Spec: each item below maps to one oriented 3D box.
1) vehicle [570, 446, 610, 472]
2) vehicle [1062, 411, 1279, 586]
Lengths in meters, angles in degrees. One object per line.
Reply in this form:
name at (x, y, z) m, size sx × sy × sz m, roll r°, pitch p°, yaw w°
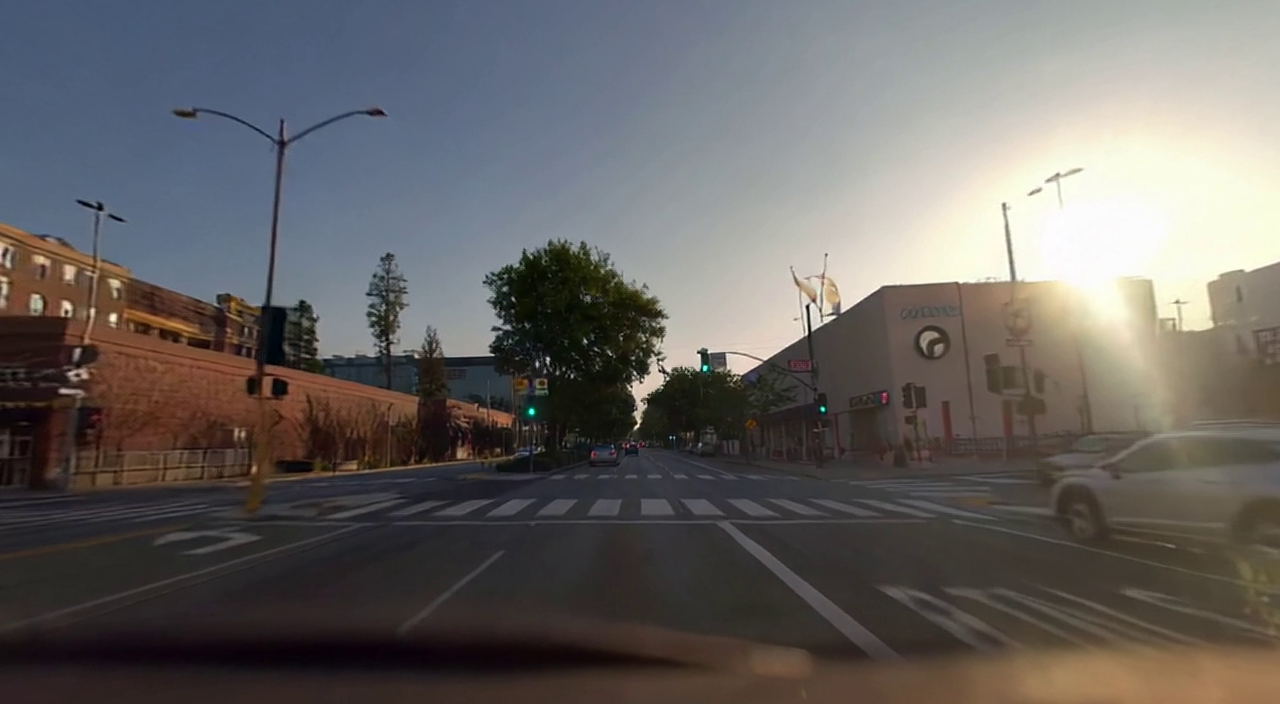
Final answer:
vehicle at (-2.943, 6.463, 38.208) m, size 2.078 × 1.471 × 4.217 m, roll 0°, pitch -8°, yaw 0°
vehicle at (7.215, 1.549, 6.912) m, size 1.950 × 1.686 × 4.509 m, roll 0°, pitch -9°, yaw -1°
